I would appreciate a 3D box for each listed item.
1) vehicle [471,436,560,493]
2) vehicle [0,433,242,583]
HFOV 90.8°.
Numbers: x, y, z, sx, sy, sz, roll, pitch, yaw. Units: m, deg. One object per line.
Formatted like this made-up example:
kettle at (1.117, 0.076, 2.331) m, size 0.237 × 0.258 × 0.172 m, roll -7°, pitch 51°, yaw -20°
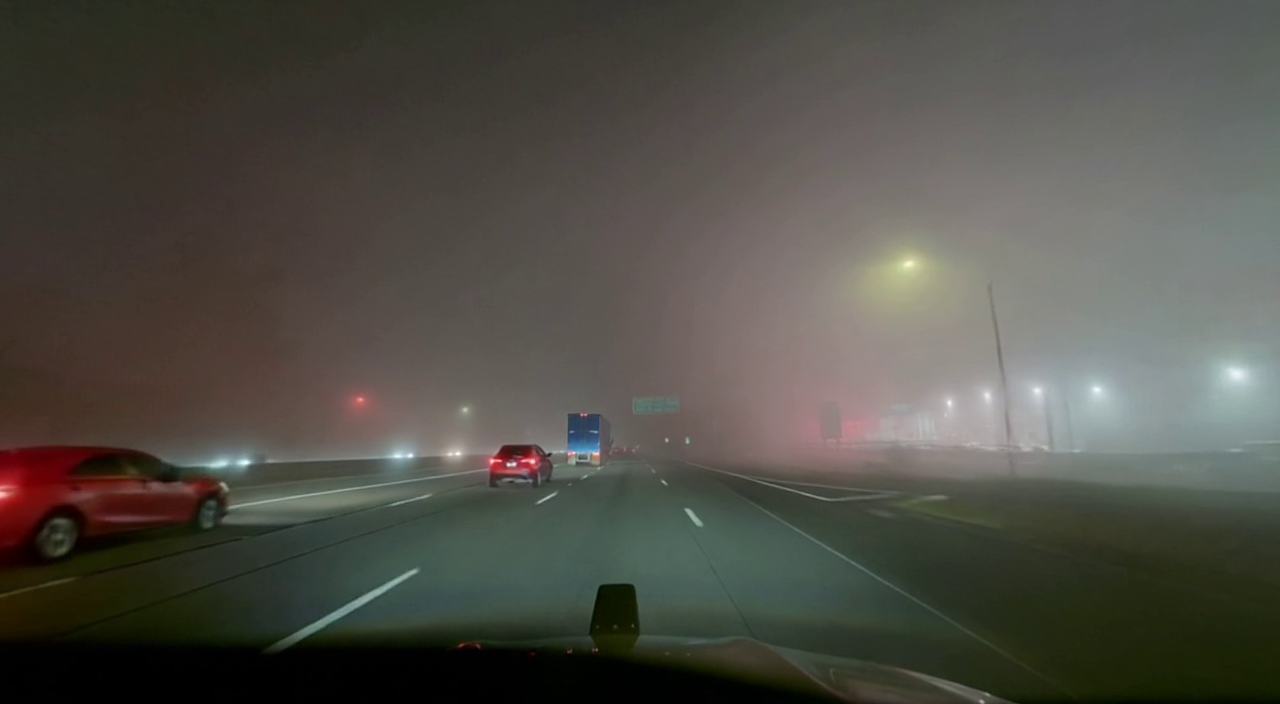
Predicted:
vehicle at (-3.932, 3.618, 20.641) m, size 2.033 × 1.669 × 4.112 m, roll 0°, pitch -9°, yaw 0°
vehicle at (-7.420, 1.799, 7.857) m, size 2.026 × 1.477 × 4.467 m, roll 0°, pitch -9°, yaw 0°
